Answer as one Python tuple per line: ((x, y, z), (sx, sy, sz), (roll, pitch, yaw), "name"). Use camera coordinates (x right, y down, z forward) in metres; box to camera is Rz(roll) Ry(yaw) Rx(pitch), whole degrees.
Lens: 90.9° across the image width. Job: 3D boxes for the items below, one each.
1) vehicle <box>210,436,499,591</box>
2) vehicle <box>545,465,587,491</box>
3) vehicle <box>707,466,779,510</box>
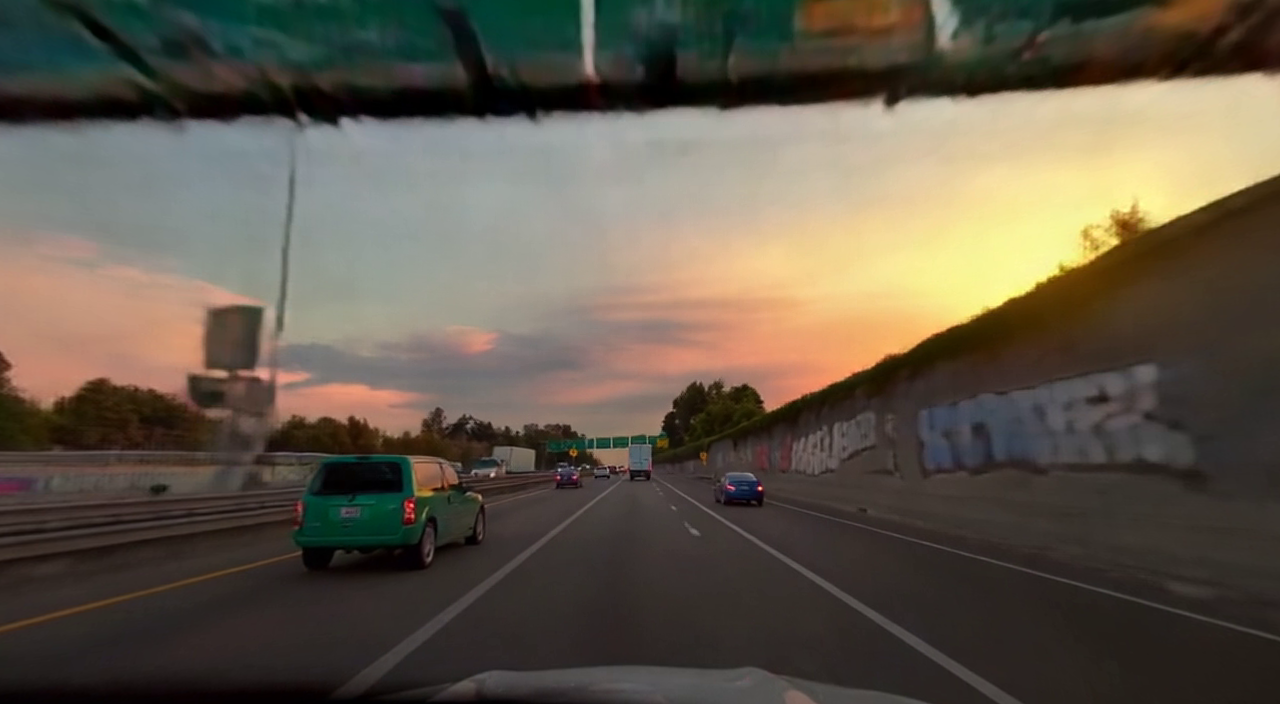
((-3.551, 2.137, 9.021), (2.004, 1.610, 4.508), (1, -10, 0), "vehicle")
((-4.405, 7.559, 37.959), (2.054, 1.443, 4.131), (1, -10, 0), "vehicle")
((3.747, 5.040, 23.704), (1.917, 1.458, 4.199), (1, -10, -1), "vehicle")
